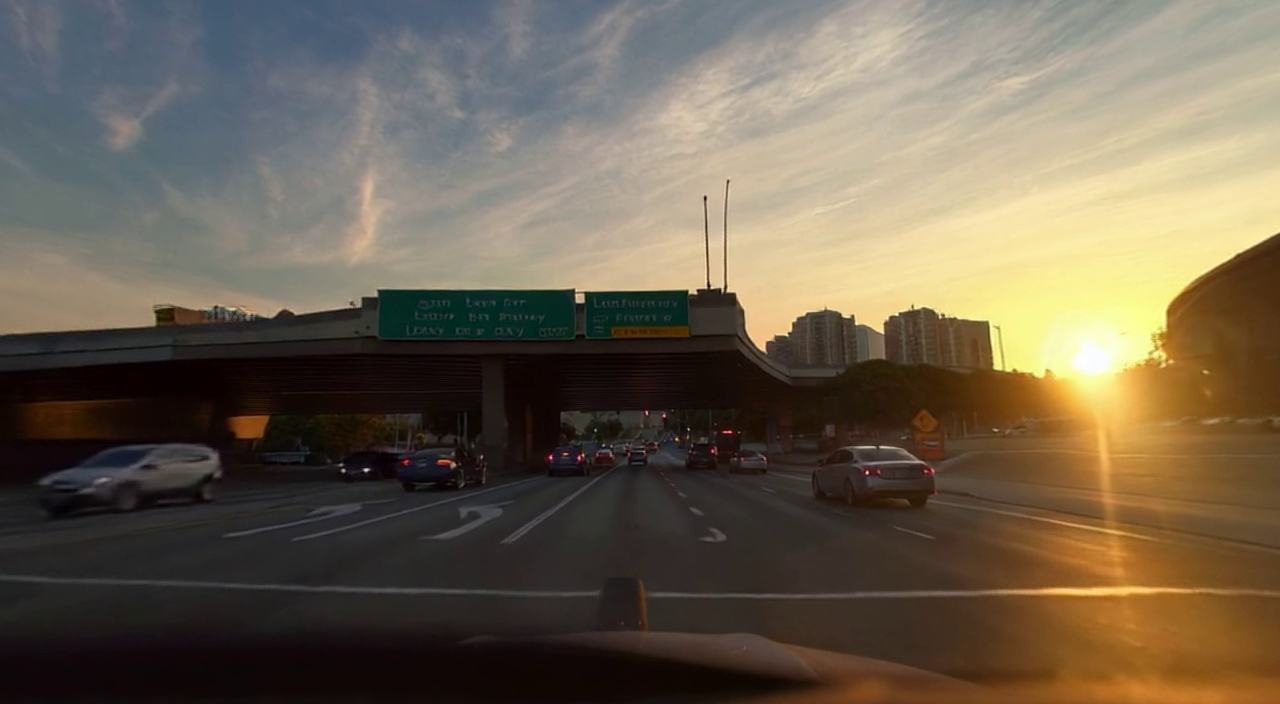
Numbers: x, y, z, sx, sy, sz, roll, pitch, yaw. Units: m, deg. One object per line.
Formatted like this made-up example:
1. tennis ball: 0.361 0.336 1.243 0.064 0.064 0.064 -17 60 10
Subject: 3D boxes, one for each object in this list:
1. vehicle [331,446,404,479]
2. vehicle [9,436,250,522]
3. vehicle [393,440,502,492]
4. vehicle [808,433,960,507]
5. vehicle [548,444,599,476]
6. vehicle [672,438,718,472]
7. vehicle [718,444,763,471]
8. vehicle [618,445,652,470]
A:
1. vehicle: -15.227 6.183 35.374 2.015 1.722 4.640 0 -9 1
2. vehicle: -11.760 2.911 15.000 1.993 1.718 4.396 0 -9 0
3. vehicle: -6.073 3.640 20.422 2.070 1.488 4.376 0 -8 1
4. vehicle: 6.021 2.959 16.214 2.056 1.624 4.498 0 -8 -1
5. vehicle: -3.268 5.390 31.679 2.041 1.466 4.212 0 -8 1
6. vehicle: 3.004 5.733 35.112 2.034 1.762 4.420 0 -9 -1
7. vehicle: 6.072 6.439 38.438 1.924 1.527 4.268 0 -8 -2
8. vehicle: -0.317 6.545 39.056 2.026 1.453 3.780 0 -8 0
